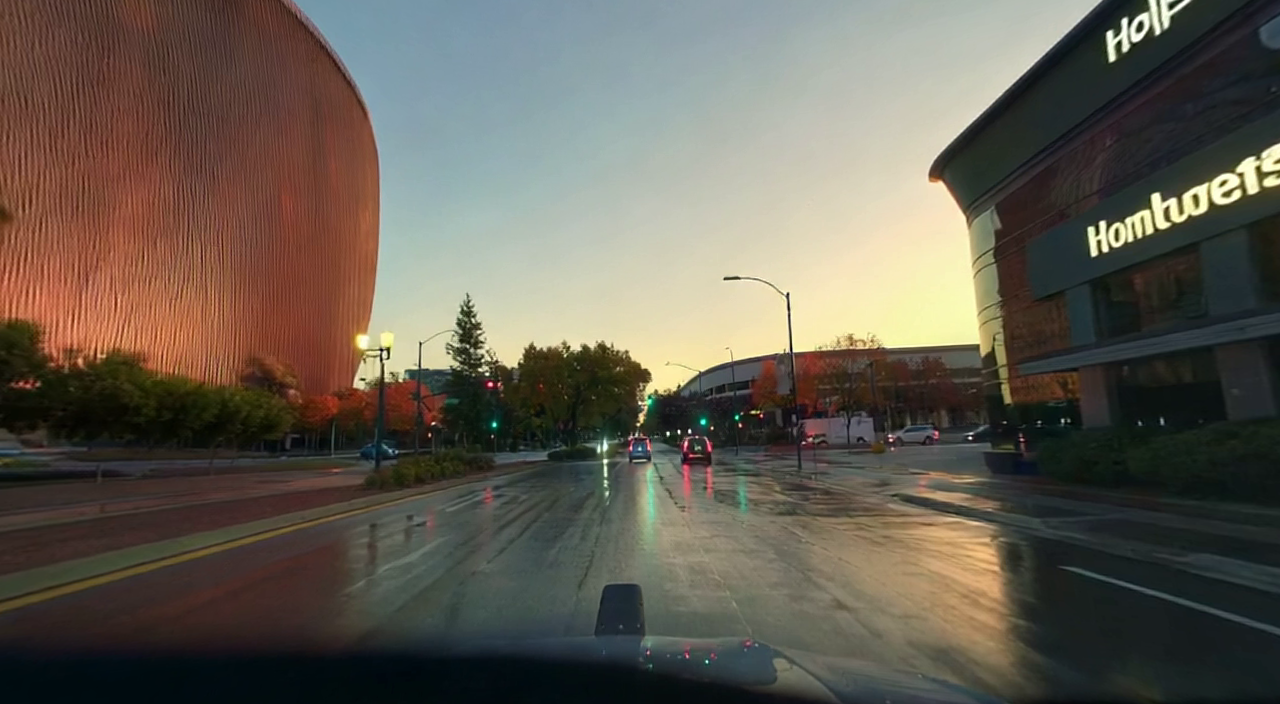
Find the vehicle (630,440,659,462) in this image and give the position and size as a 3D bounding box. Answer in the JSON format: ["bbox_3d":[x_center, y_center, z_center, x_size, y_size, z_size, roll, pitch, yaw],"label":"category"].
[{"bbox_3d":[0.325,7.467,47.583,2.014,1.525,4.197,0,-9,-2],"label":"vehicle"}]
